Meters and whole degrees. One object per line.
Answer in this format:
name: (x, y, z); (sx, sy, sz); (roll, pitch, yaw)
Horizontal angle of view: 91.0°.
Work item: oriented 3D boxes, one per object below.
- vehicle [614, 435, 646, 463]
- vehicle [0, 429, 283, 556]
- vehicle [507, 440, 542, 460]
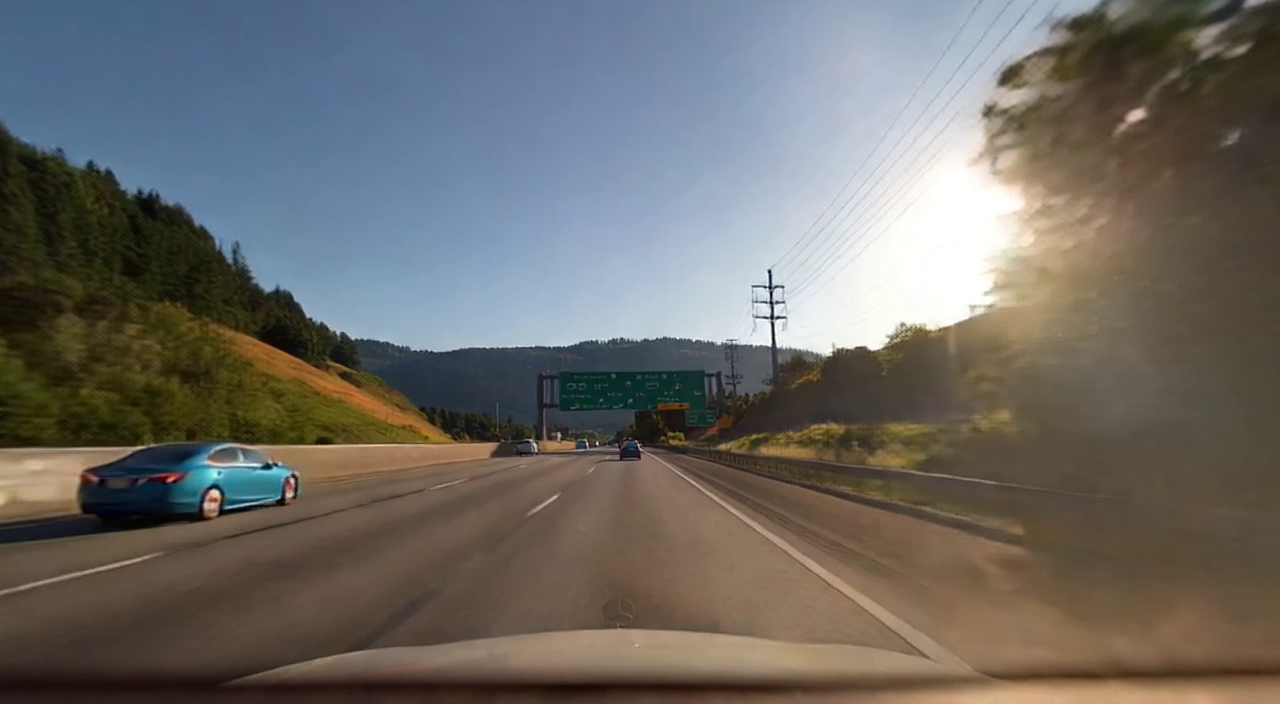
vehicle: (-0.679, 6.360, 41.517); (2.040, 1.715, 3.906); (0, -8, -1)
vehicle: (-7.579, 1.924, 9.412); (1.949, 1.428, 4.408); (0, -8, -1)
vehicle: (-9.085, 7.692, 49.754); (2.047, 1.486, 4.306); (0, -8, -1)
